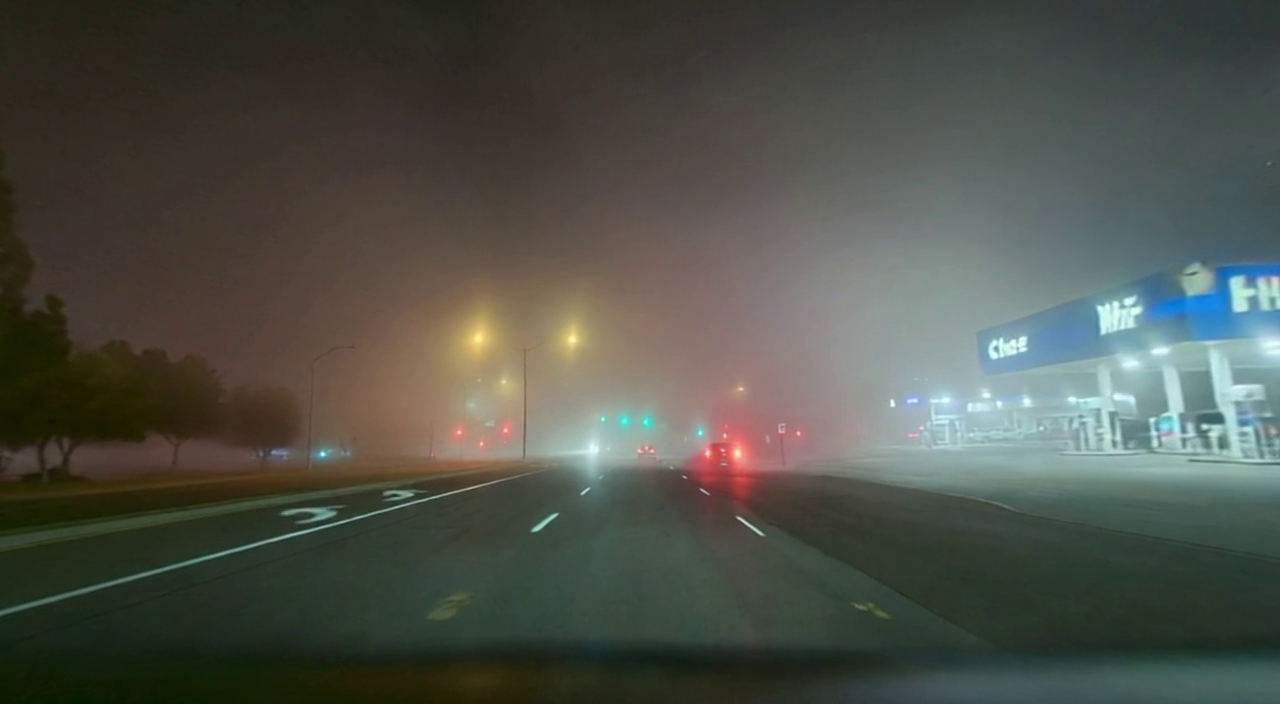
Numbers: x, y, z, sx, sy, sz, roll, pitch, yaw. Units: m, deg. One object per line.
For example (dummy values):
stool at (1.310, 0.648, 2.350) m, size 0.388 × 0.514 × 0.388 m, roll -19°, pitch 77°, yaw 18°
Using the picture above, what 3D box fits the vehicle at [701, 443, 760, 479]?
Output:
vehicle at (3.995, 4.902, 28.786) m, size 2.113 × 1.470 × 4.867 m, roll 0°, pitch -8°, yaw 2°
